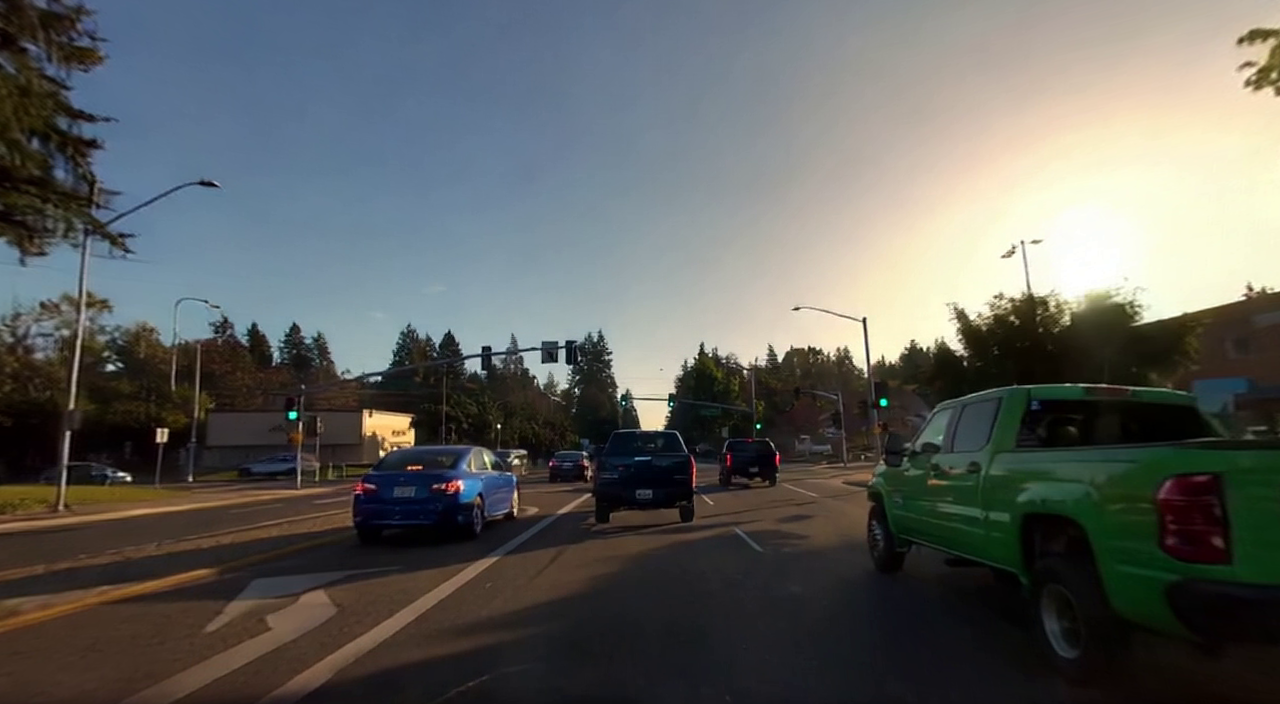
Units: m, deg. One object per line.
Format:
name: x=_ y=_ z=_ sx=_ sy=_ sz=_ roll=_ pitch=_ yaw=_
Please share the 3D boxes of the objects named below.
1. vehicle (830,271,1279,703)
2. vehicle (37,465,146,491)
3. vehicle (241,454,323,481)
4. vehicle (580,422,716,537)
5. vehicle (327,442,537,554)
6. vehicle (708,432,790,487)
vehicle: x=3.463 y=1.005 z=4.366 sx=2.571 sy=1.857 sz=5.841 roll=0 pitch=-8 yaw=1
vehicle: x=-36.293 y=8.347 z=41.848 sx=5.100 sy=1.533 sz=2.032 roll=1 pitch=-8 yaw=-5
vehicle: x=-26.704 y=8.675 z=47.164 sx=4.606 sy=1.867 sz=2.226 roll=0 pitch=-14 yaw=2
vehicle: x=0.159 y=2.288 z=11.874 sx=2.113 sy=1.768 sz=3.901 roll=0 pitch=-8 yaw=1
vehicle: x=-3.181 y=2.310 z=10.878 sx=1.909 sy=1.476 sz=4.751 roll=0 pitch=-8 yaw=1
vehicle: x=4.130 y=4.190 z=24.934 sx=2.408 sy=1.908 sz=5.355 roll=0 pitch=-8 yaw=1
